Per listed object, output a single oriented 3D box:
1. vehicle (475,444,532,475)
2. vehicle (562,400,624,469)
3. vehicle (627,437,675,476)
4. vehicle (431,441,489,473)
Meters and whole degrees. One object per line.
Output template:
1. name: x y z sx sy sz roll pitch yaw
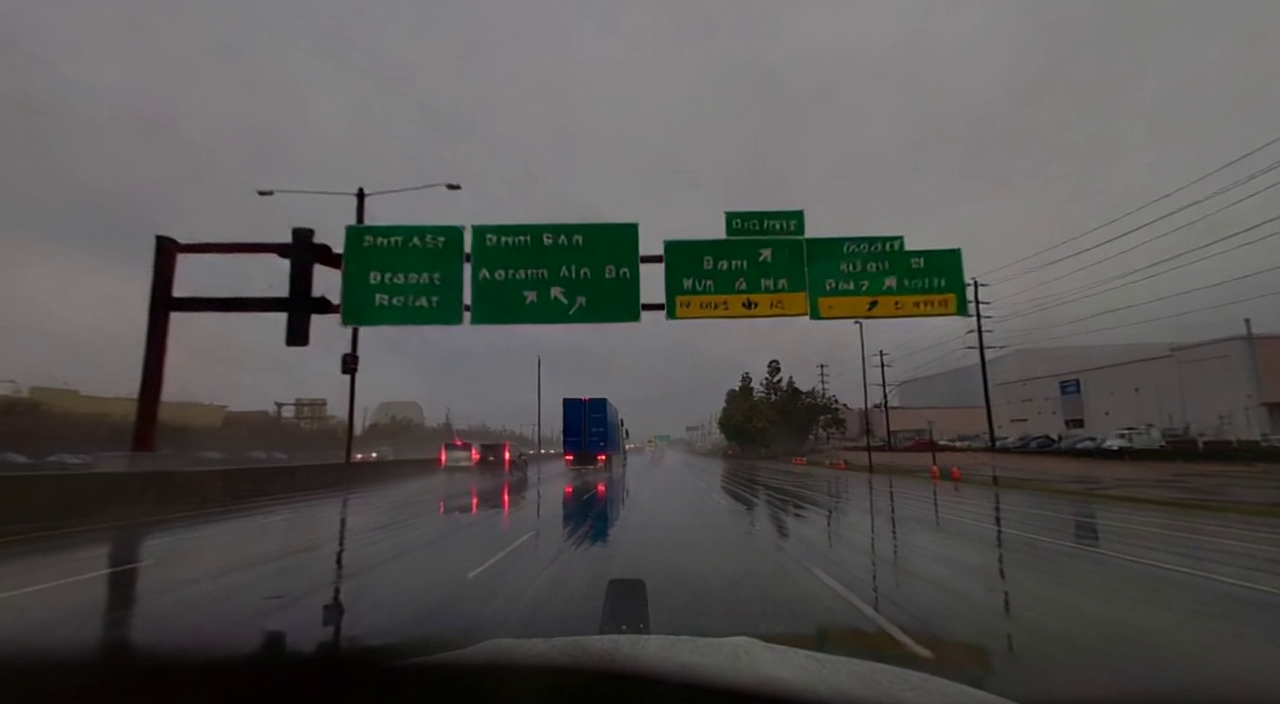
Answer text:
1. vehicle: -7.037 5.565 32.908 1.945 1.482 4.109 0 -8 2
2. vehicle: -3.161 6.355 47.757 2.888 4.308 16.259 0 -8 2
3. vehicle: 0.536 5.331 32.458 2.279 1.837 4.747 0 -8 1
4. vehicle: -10.220 5.960 36.136 1.997 1.692 4.294 0 -8 1
